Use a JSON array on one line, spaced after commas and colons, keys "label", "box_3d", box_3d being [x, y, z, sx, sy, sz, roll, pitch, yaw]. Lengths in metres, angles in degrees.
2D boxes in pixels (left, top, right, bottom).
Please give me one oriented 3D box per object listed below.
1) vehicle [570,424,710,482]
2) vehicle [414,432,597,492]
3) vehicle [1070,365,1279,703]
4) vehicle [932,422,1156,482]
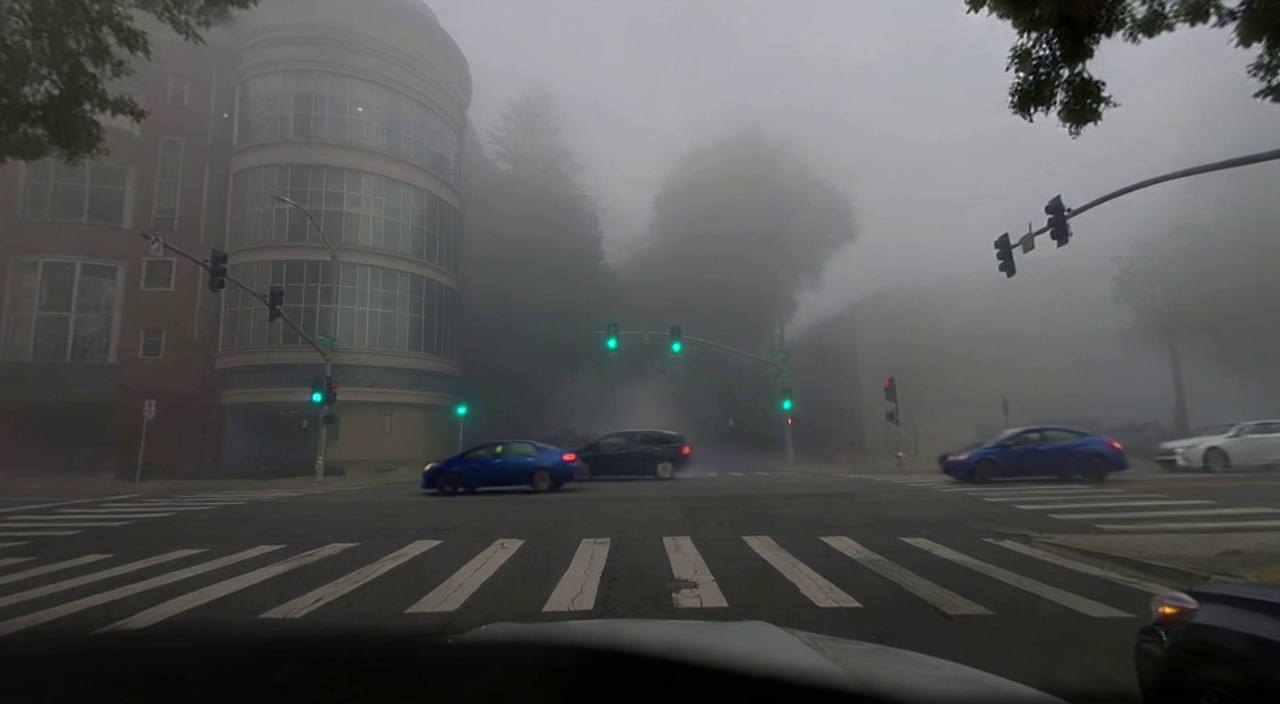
[{"label": "vehicle", "box_3d": [0.006, 3.279, 20.535, 4.363, 1.757, 1.926, 0, -8, 1]}, {"label": "vehicle", "box_3d": [-3.459, 2.925, 16.814, 4.464, 1.472, 1.867, 0, -8, 0]}, {"label": "vehicle", "box_3d": [2.890, 0.675, 0.831, 1.947, 1.576, 3.825, 0, -8, 1]}, {"label": "vehicle", "box_3d": [10.738, 2.685, 16.957, 4.723, 1.484, 1.883, 0, -8, 0]}]
